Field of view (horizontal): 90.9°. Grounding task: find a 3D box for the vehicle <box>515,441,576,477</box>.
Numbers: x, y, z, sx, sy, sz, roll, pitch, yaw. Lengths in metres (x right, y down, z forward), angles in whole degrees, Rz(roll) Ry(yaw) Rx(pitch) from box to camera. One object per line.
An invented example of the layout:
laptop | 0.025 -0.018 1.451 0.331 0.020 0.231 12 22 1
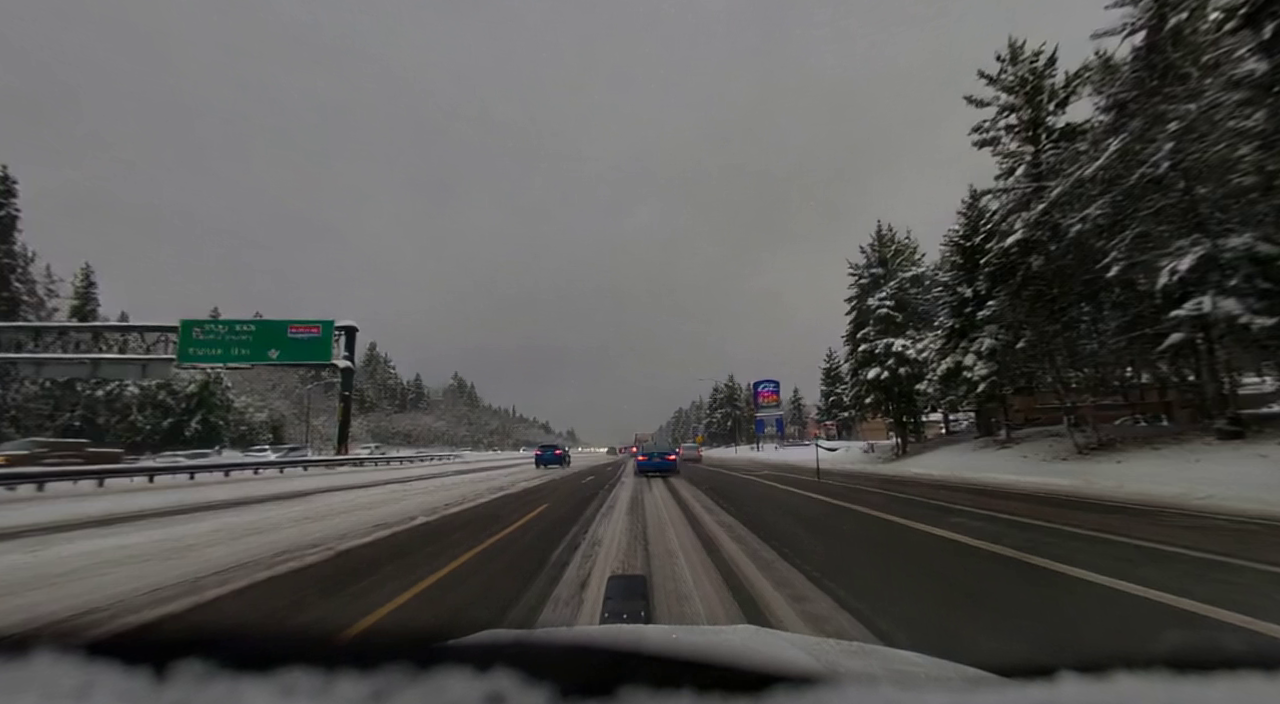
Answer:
vehicle | -4.241 4.886 29.033 2.047 1.497 4.208 0 -8 2

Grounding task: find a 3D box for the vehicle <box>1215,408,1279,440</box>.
vehicle | 30.271 3.438 29.908 4.068 1.458 1.841 0 -8 2

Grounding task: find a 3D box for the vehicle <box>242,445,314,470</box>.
vehicle | -22.191 6.447 38.849 1.860 1.443 4.337 0 -8 0

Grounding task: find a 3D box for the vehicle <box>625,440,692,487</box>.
vehicle | 0.613 3.817 21.960 2.113 1.464 4.073 0 -8 1

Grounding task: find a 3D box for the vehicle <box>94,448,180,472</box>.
vehicle | -32.923 7.070 41.491 1.821 1.452 4.627 0 -8 0

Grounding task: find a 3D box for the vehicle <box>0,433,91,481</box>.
vehicle | -21.586 3.533 21.343 1.906 1.514 4.469 0 -8 1

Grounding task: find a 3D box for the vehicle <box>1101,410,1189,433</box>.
vehicle | 35.460 4.930 44.354 1.781 1.456 4.462 7 -11 -38
